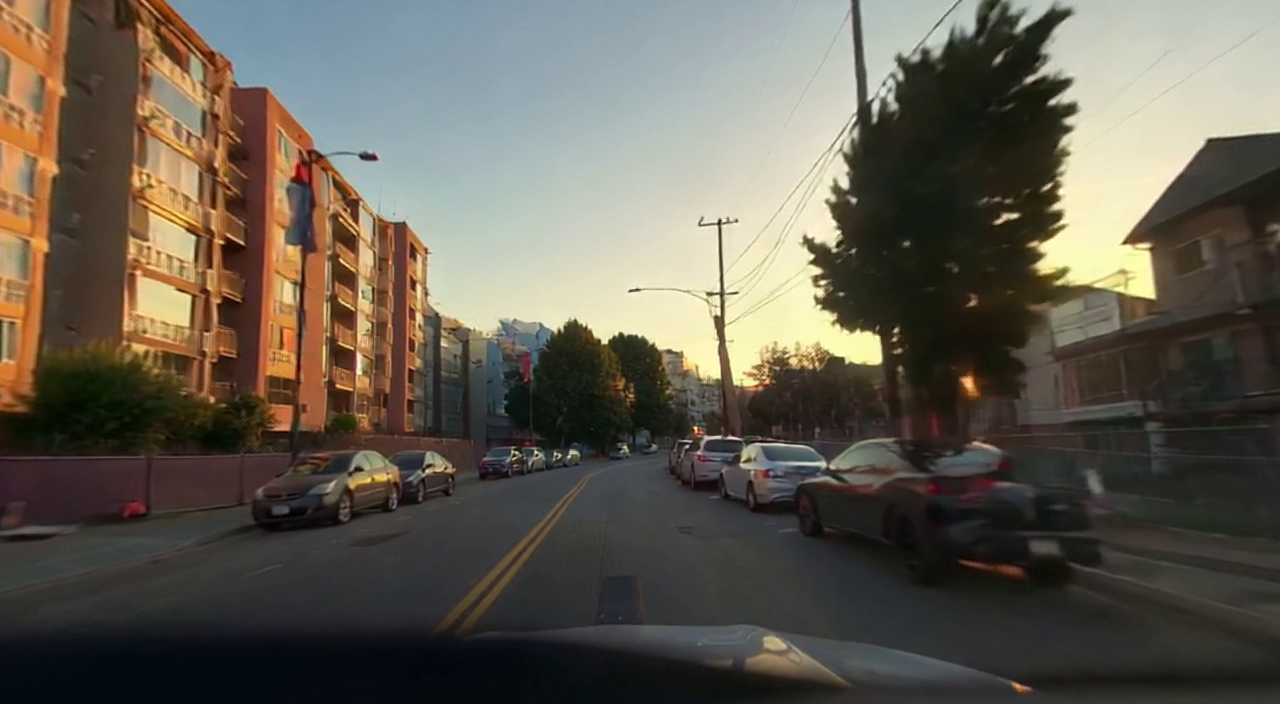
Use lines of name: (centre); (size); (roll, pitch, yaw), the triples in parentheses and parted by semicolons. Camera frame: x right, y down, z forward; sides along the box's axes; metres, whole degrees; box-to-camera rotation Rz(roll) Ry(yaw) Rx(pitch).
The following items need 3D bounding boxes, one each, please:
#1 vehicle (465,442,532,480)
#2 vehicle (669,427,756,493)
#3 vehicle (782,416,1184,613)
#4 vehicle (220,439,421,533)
vehicle: (-7.591, 5.895, 34.430); (2.194, 1.861, 5.725); (0, -9, 2)
vehicle: (2.228, 3.498, 20.686); (2.000, 1.871, 4.797); (0, -9, -4)
vehicle: (3.384, 1.702, 7.698); (1.976, 1.588, 4.968); (0, -9, -2)
vehicle: (-6.737, 2.925, 14.050); (1.996, 1.578, 4.806); (-4, -11, 0)
